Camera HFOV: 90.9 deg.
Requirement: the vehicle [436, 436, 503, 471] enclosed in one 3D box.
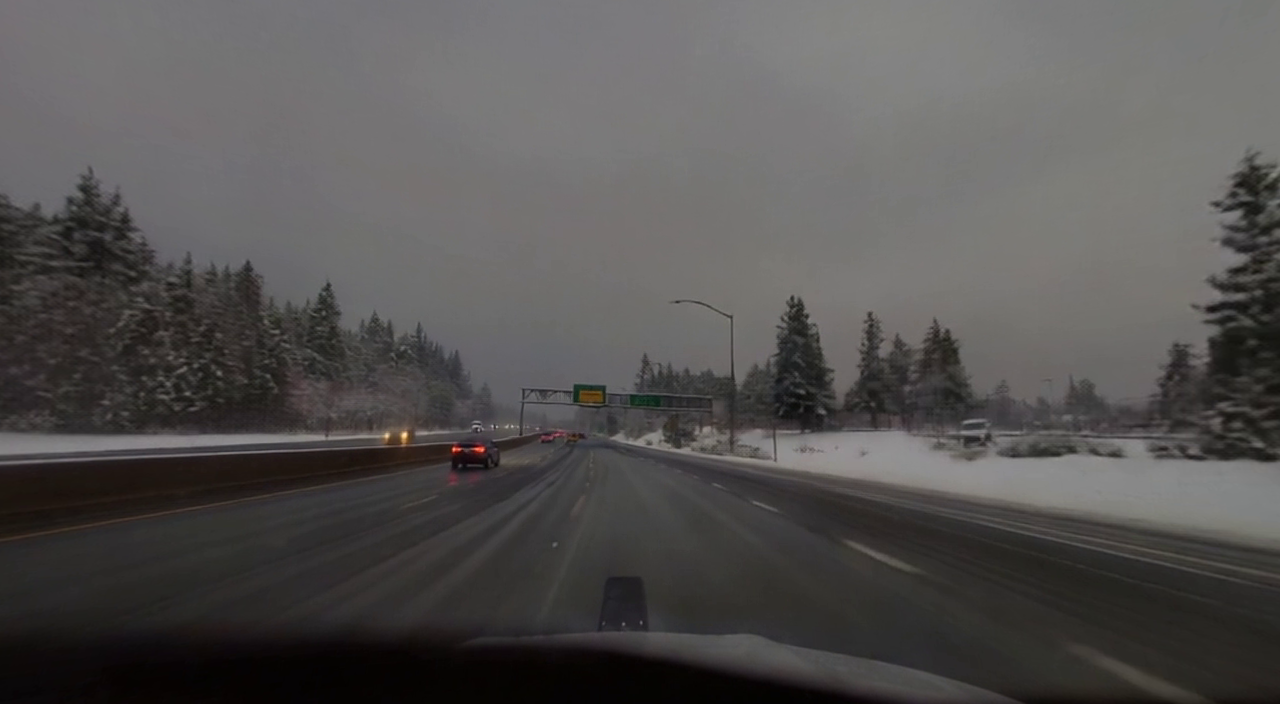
[{"bbox_3d":[-7.872,4.705,29.573,2.025,1.494,4.495,0,-8,-2],"label":"vehicle"}]
